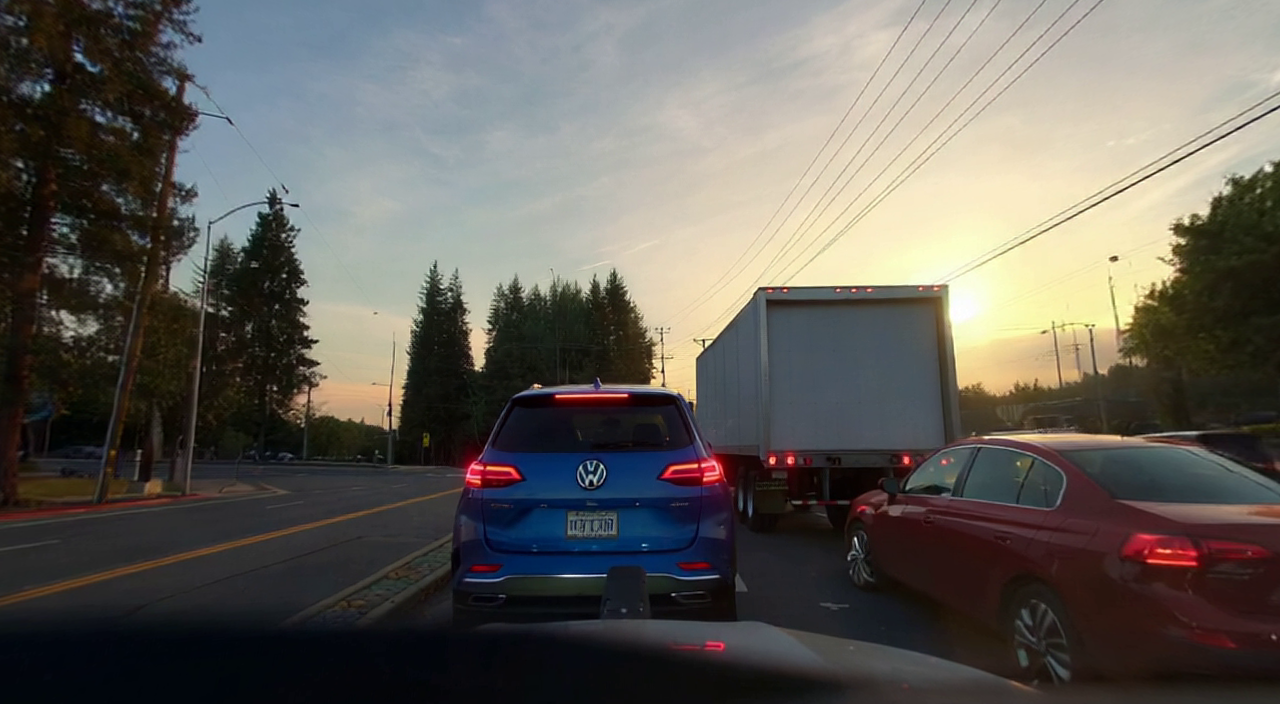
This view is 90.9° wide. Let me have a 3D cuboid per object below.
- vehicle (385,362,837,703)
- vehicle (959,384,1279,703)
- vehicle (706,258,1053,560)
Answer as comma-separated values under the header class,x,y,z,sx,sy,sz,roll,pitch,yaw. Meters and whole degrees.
class,x,y,z,sx,sy,sz,roll,pitch,yaw
vehicle,-0.130,1.223,5.141,2.114,1.732,4.230,0,-8,0
vehicle,2.829,0.747,1.196,1.971,1.484,4.728,0,-8,0
vehicle,3.227,1.251,11.833,2.915,3.559,8.848,0,-8,-1
